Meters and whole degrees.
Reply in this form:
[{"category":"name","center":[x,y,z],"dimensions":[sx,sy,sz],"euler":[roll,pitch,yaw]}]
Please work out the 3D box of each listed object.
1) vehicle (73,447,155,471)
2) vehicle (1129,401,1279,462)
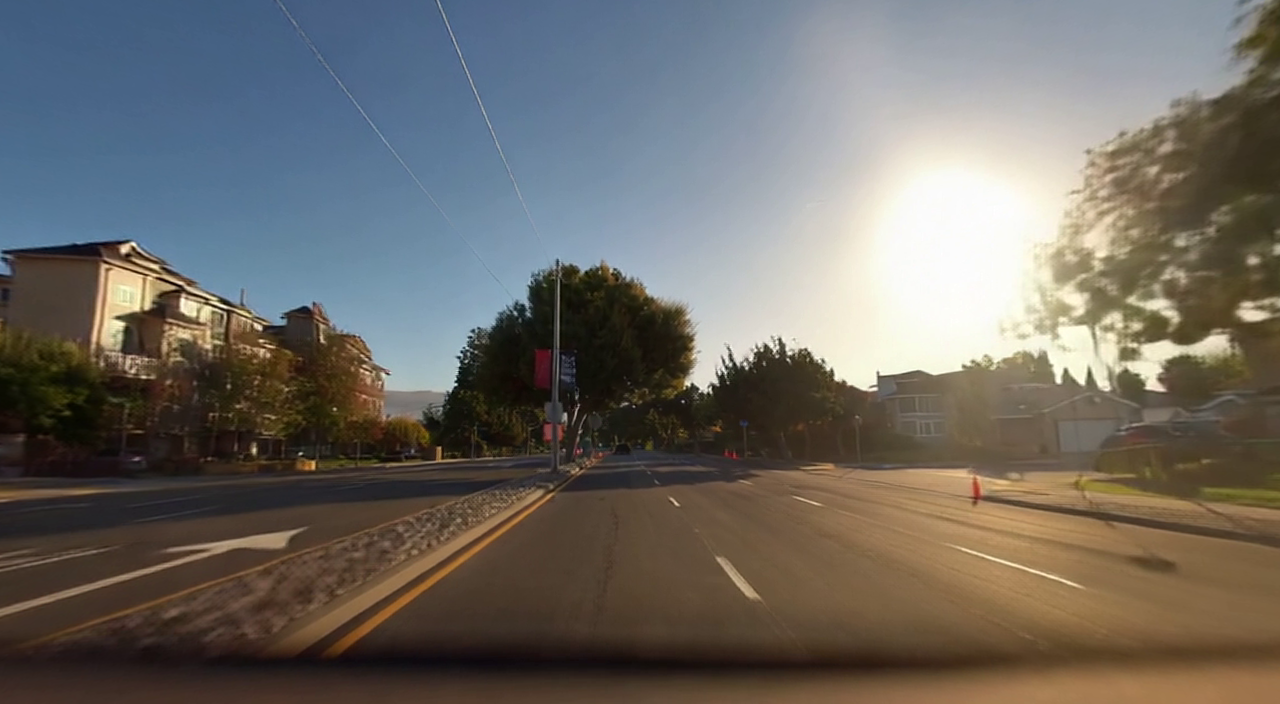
[{"category":"vehicle","center":[-33.271,6.759,39.980],"dimensions":[3.732,1.453,1.721],"euler":[-1,-8,5]},{"category":"vehicle","center":[31.705,4.515,35.254],"dimensions":[2.905,3.046,6.805],"euler":[1,-8,-4]}]
